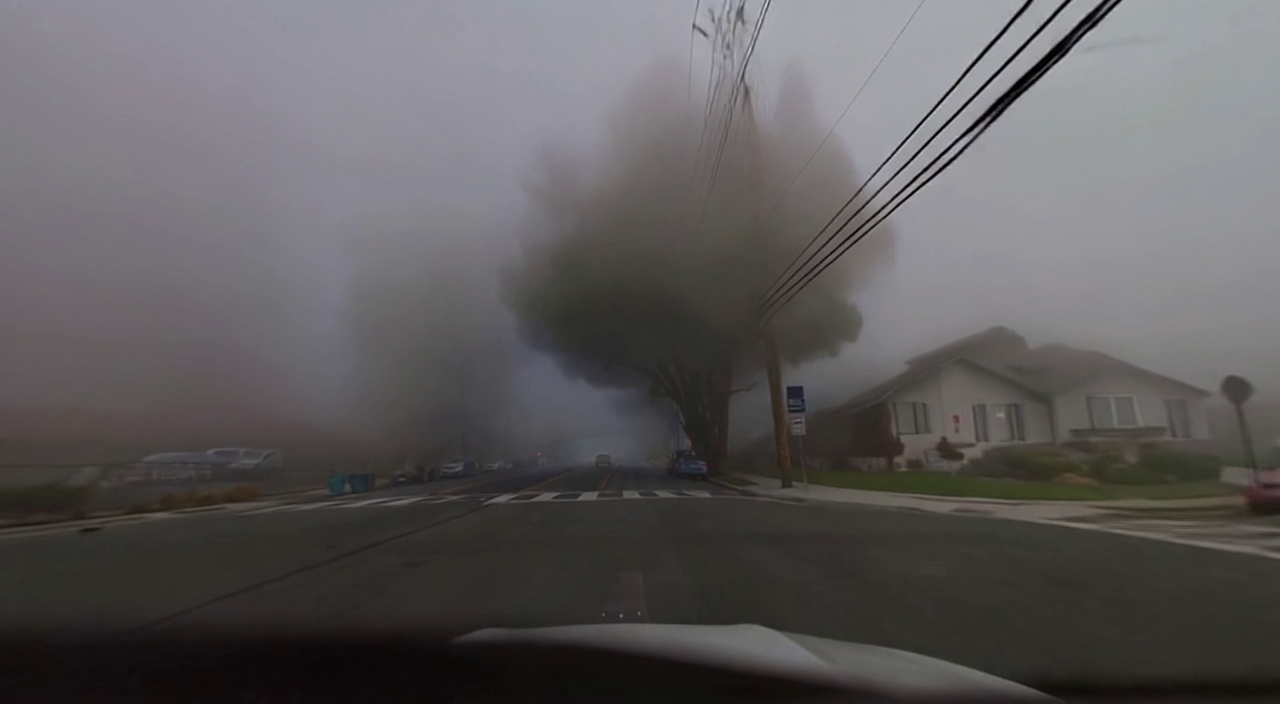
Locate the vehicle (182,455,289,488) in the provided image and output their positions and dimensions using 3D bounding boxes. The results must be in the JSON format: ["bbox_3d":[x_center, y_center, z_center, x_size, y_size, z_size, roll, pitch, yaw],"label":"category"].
[{"bbox_3d":[-22.629,6.680,35.485,4.612,1.736,1.951,0,-9,-1],"label":"vehicle"}]

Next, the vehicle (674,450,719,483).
[{"bbox_3d":[3.197,6.577,36.622,2.045,1.746,4.564,0,-9,-1],"label":"vehicle"}]

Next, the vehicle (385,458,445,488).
[{"bbox_3d":[-14.225,7.647,40.208,1.913,1.745,4.992,0,-9,1],"label":"vehicle"}]

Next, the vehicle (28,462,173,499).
[{"bbox_3d":[-22.764,5.426,26.789,4.344,1.471,1.813,0,-9,-3],"label":"vehicle"}]
